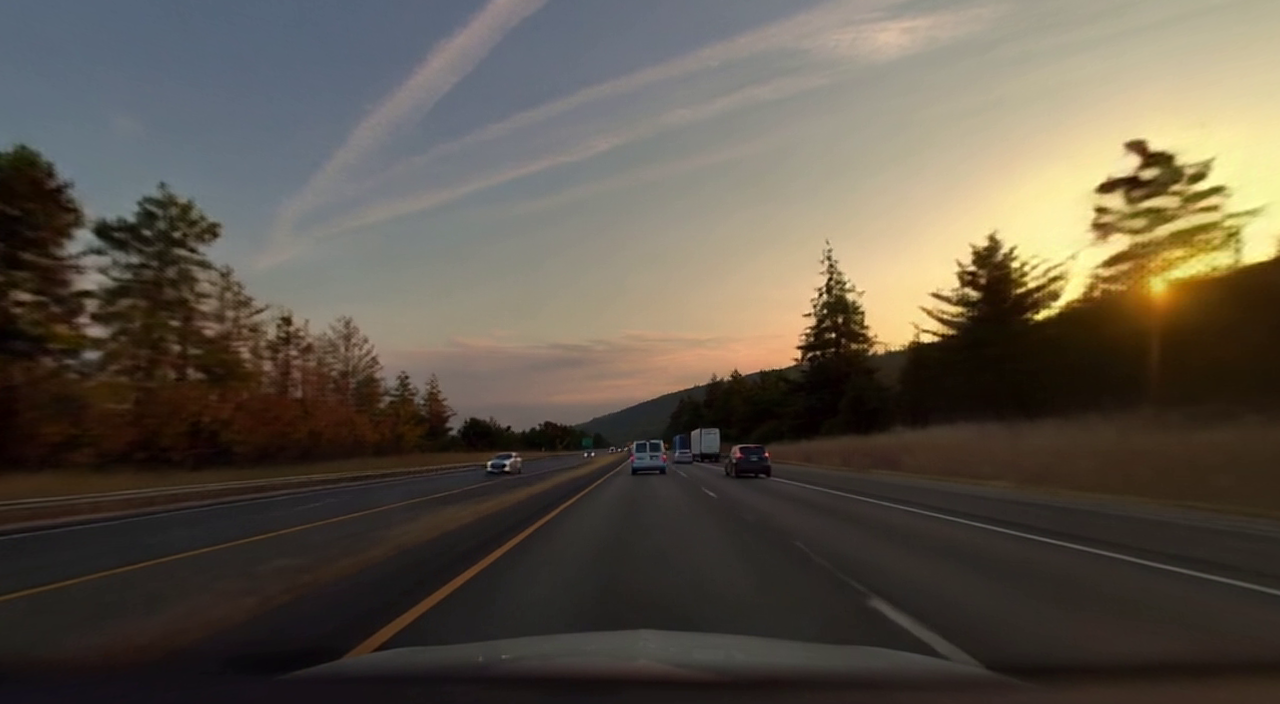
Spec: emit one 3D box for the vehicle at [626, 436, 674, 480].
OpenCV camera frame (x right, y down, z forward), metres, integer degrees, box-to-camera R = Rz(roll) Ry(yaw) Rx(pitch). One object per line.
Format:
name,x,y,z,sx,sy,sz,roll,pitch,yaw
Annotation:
vehicle,0.446,5.039,30.209,2.143,1.925,4.101,0,-9,0

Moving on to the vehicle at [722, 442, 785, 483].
vehicle,4.598,4.547,26.120,1.868,1.566,3.509,0,-9,-1

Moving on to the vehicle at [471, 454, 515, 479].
vehicle,-9.488,7.407,41.064,1.827,1.488,4.455,0,-9,0
